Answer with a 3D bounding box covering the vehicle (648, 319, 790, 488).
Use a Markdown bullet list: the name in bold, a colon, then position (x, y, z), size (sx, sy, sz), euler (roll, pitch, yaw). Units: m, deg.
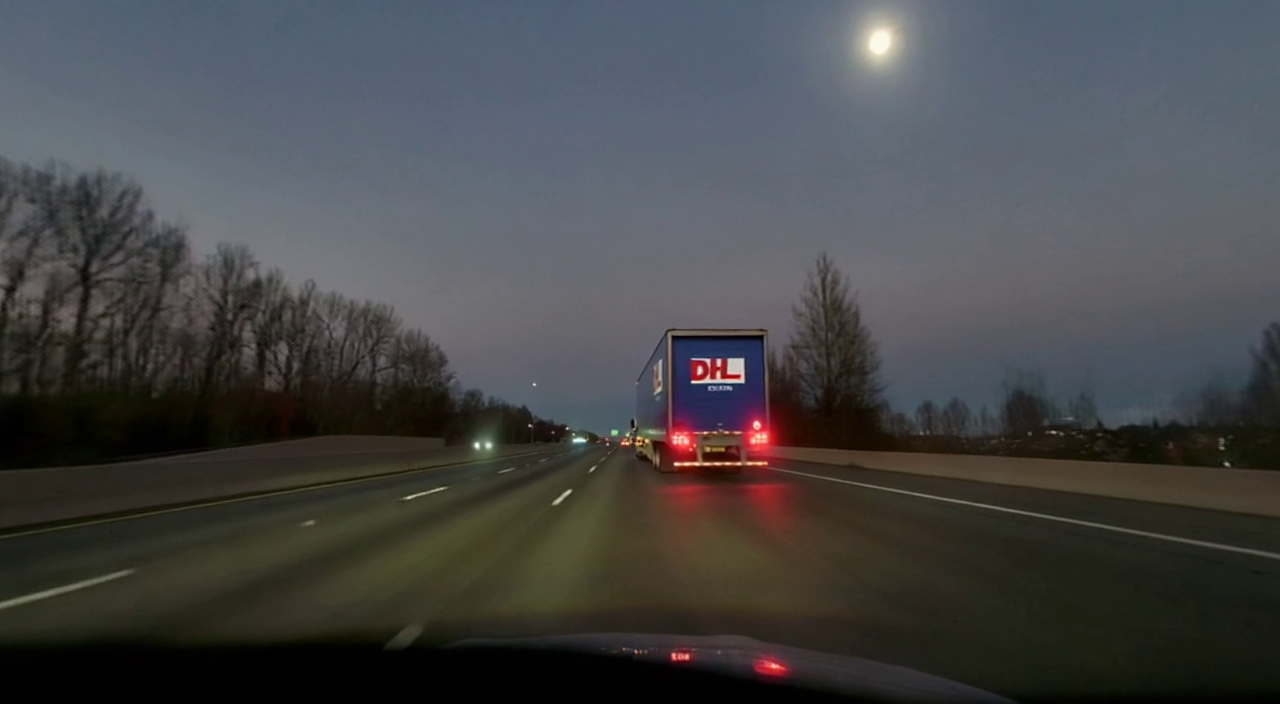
- **vehicle**: position (2.013, 1.852, 20.203), size (3.011, 4.211, 8.926), euler (0, -8, -2)
